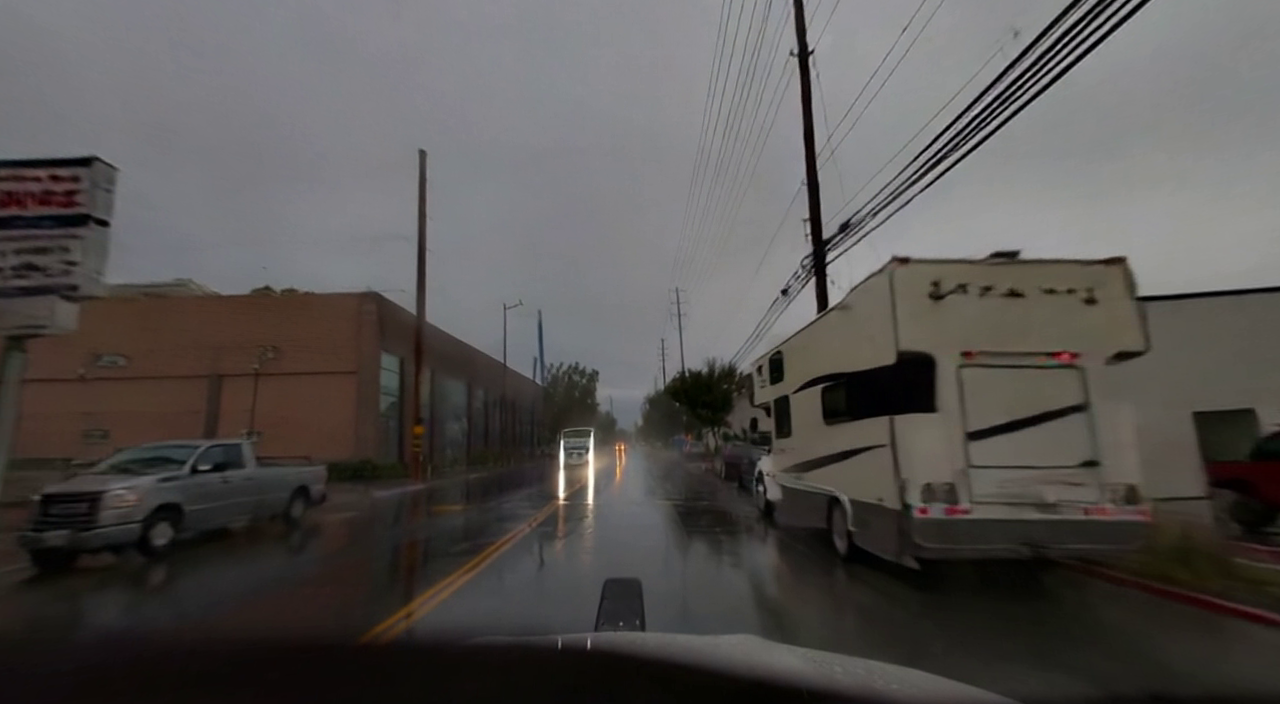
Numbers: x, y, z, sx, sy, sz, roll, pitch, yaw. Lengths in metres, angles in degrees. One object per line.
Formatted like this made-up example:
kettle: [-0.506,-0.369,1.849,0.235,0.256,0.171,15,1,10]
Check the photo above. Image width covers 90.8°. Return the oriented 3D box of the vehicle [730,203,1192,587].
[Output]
vehicle: [3.836,1.055,10.497,3.029,3.860,7.726,-5,-11,-2]

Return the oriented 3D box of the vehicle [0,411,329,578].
vehicle: [-7.872,2.319,11.096,2.177,2.075,5.427,-4,-9,-1]

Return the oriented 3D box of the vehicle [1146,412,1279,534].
vehicle: [9.839,1.652,8.743,2.039,1.662,4.304,-2,-9,0]

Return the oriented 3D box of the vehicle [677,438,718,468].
vehicle: [3.806,6.763,42.414,2.112,1.848,4.913,0,-9,-2]

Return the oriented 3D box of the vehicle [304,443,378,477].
vehicle: [-15.241,5.507,32.413,1.925,1.592,3.814,0,-9,-1]

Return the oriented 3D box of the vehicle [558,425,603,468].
vehicle: [-3.734,6.120,40.992,2.280,2.522,6.402,0,-9,0]
